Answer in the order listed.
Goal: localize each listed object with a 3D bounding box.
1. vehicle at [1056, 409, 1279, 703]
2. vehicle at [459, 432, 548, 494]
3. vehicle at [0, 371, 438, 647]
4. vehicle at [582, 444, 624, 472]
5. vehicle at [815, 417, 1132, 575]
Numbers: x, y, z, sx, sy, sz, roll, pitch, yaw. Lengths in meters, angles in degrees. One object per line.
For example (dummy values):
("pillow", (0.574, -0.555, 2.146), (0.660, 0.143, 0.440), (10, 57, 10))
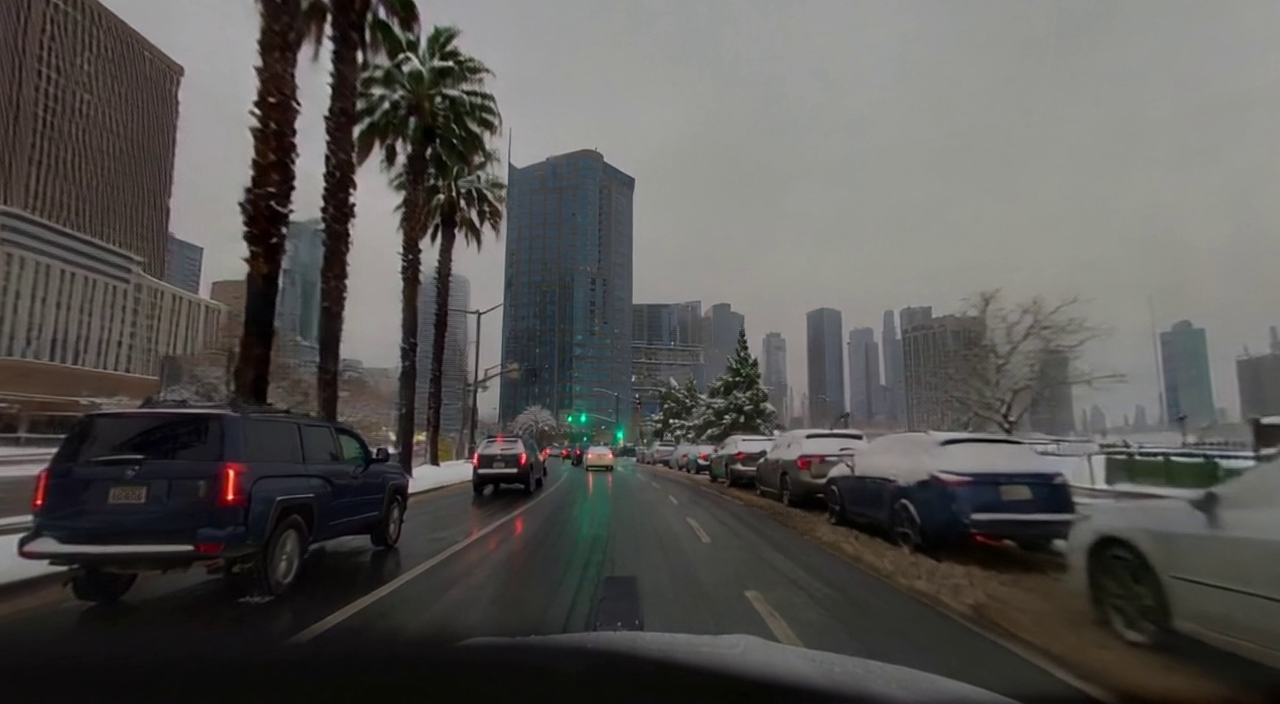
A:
("vehicle", (4.096, 0.970, 2.623), (1.829, 1.499, 4.109), (0, -9, -1))
("vehicle", (-4.191, 3.482, 20.125), (2.014, 1.740, 4.392), (0, -9, -2))
("vehicle", (-3.660, 1.336, 6.300), (1.800, 1.797, 4.224), (0, -9, 1))
("vehicle", (-2.088, 5.755, 34.411), (2.036, 1.461, 3.890), (1, -9, -7))
("vehicle", (4.048, 1.814, 8.753), (1.773, 1.584, 4.553), (0, -9, -2))
